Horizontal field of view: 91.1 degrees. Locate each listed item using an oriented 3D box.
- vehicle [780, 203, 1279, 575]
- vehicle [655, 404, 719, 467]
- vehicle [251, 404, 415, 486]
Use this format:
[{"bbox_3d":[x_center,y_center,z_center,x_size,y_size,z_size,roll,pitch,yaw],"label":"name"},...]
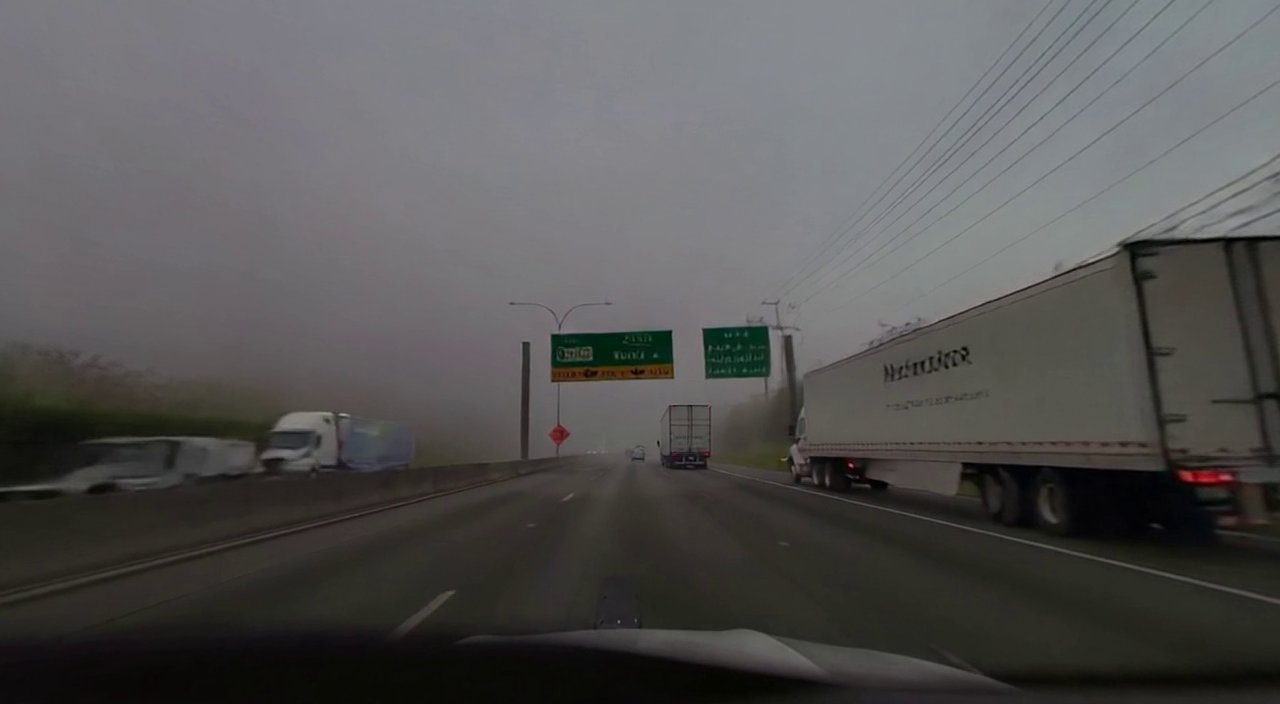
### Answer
[{"bbox_3d":[7.231,1.626,15.571,3.400,4.134,17.388,0,-9,0],"label":"vehicle"},{"bbox_3d":[3.235,6.682,49.157,3.202,4.046,17.146,0,-9,-1],"label":"vehicle"},{"bbox_3d":[-19.548,6.278,42.235,2.863,4.358,16.366,0,-9,0],"label":"vehicle"}]
